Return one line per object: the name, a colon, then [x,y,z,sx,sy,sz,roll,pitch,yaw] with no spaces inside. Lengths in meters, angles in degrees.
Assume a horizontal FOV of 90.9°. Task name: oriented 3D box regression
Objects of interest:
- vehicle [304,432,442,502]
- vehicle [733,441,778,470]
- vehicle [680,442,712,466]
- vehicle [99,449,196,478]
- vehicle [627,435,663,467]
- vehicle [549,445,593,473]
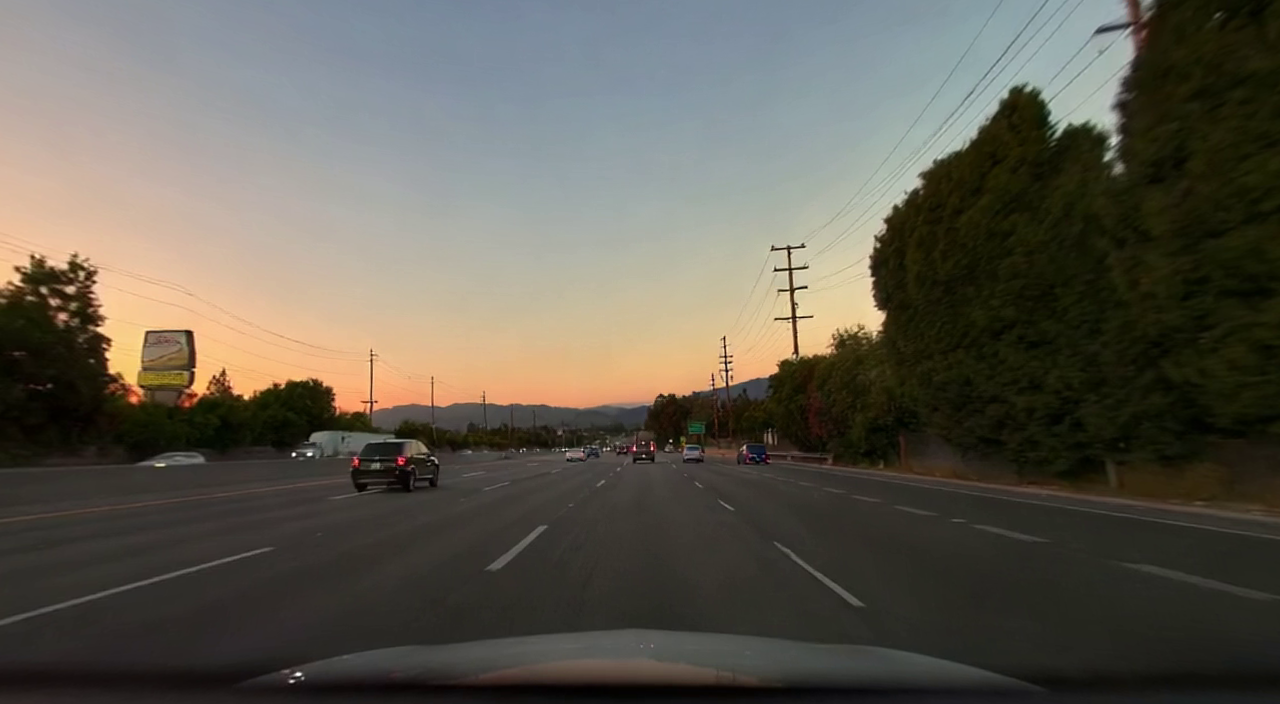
vehicle: [-7.418,3.238,18.117,2.007,1.732,4.395,0,-9,0]
vehicle: [7.313,6.569,40.290,1.937,1.698,4.322,0,-8,-1]
vehicle: [4.127,7.618,47.116,1.996,1.710,4.256,0,-9,0]
vehicle: [-29.803,6.748,38.339,2.020,1.591,4.741,0,-9,1]
vehicle: [0.319,7.528,48.083,2.622,2.208,5.320,0,-8,-1]
vehicle: [-3.832,6.021,35.632,1.979,1.469,4.378,0,-8,1]
